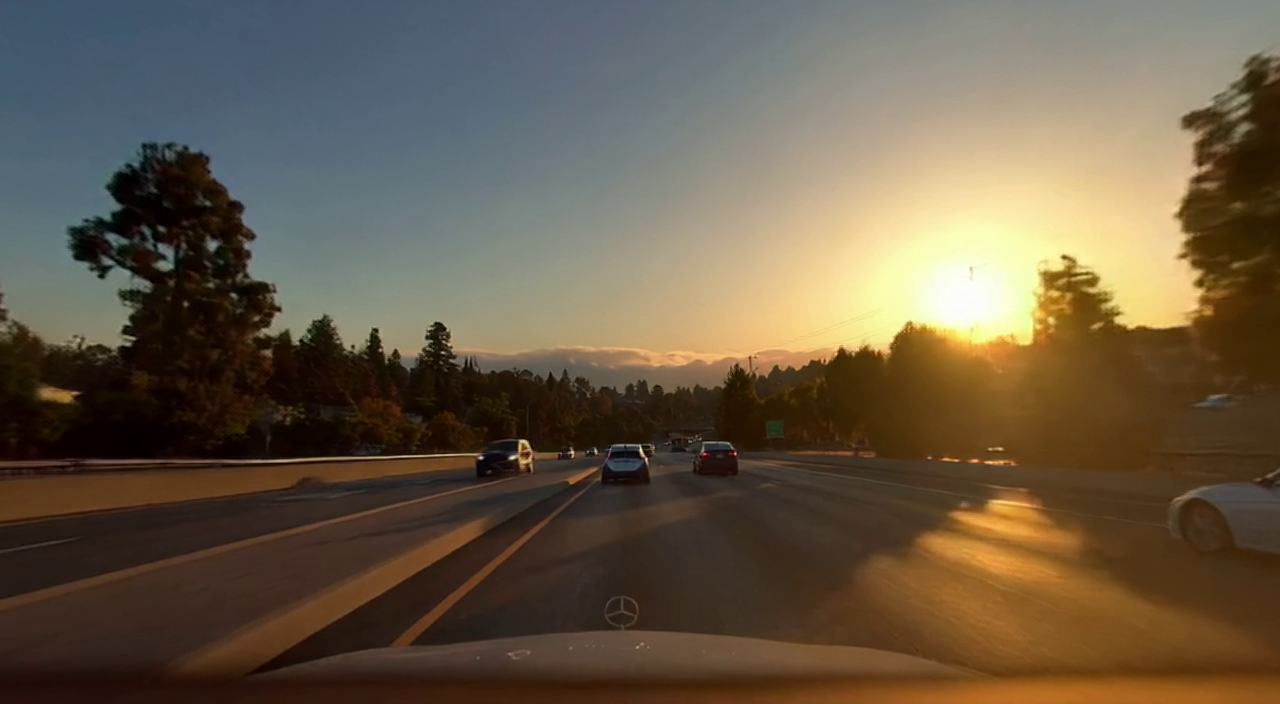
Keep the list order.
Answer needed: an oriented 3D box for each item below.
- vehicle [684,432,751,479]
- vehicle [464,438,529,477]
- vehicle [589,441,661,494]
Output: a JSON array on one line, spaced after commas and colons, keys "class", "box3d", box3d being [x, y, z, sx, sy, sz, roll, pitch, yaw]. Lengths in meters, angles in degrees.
[{"class": "vehicle", "box3d": [3.197, 4.399, 27.038, 2.186, 1.842, 4.553, 0, -9, -2]}, {"class": "vehicle", "box3d": [-7.318, 5.448, 32.853, 2.205, 1.832, 5.001, 0, -9, 0]}, {"class": "vehicle", "box3d": [-0.413, 3.536, 19.657, 2.040, 1.451, 3.736, 0, -9, 0]}]
